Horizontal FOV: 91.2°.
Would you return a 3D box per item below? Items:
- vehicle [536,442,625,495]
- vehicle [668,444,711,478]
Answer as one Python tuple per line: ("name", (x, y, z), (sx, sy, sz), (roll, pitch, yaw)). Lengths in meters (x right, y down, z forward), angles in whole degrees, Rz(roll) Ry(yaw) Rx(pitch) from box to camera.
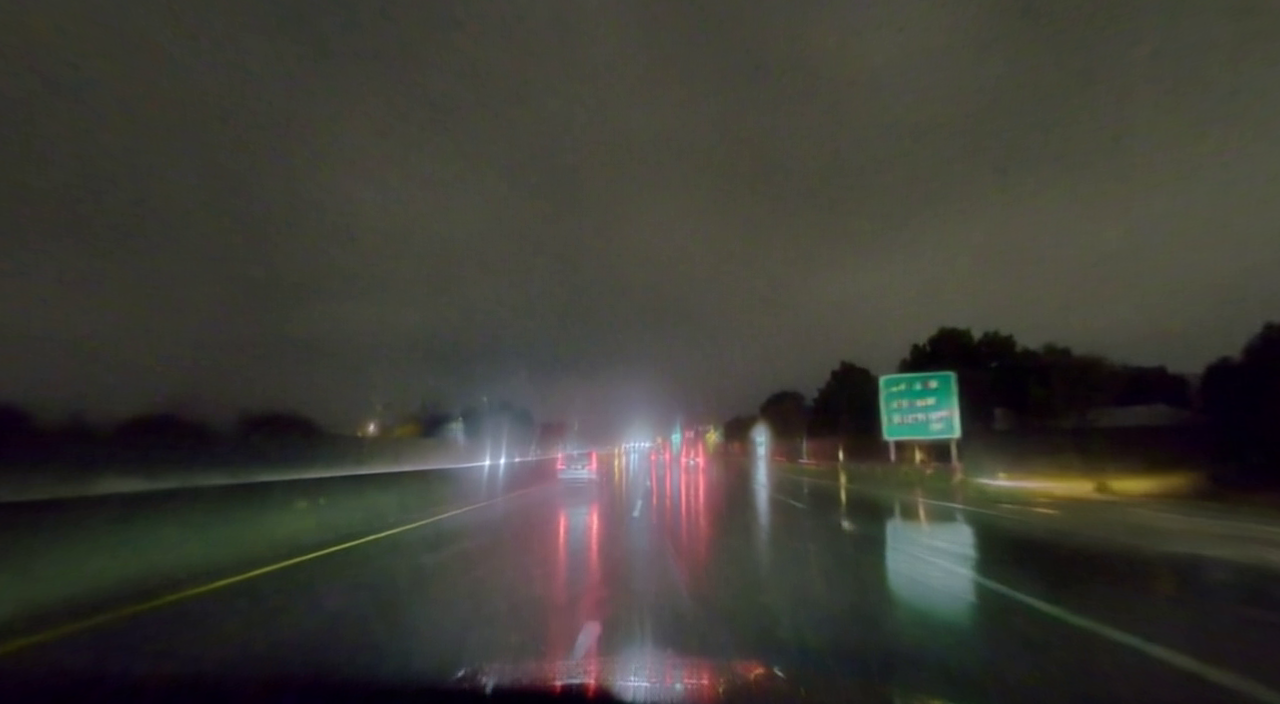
("vehicle", (-1.896, 3.884, 21.365), (2.084, 1.594, 4.219), (-2, -9, 8))
("vehicle", (2.615, 5.574, 32.358), (1.969, 1.595, 3.964), (-2, -9, 8))
